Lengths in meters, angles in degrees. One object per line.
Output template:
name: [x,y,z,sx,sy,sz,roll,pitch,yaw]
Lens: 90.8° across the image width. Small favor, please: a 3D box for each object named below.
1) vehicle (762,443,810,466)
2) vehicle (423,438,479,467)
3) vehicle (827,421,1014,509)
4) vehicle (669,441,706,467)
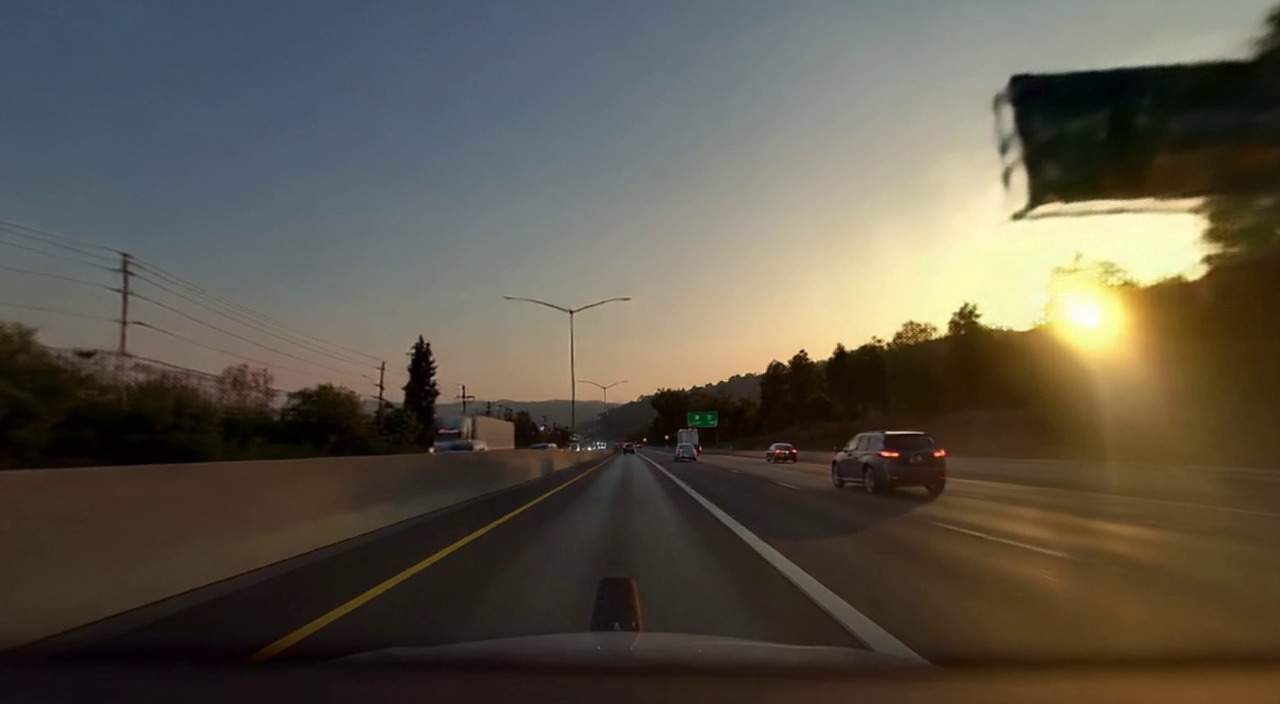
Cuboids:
vehicle: [10.264,7.257,44.906,1.987,1.502,5.130,0,-8,-2]
vehicle: [-11.649,6.250,39.322,2.029,1.681,4.607,0,-8,0]
vehicle: [6.785,2.807,16.230,2.244,1.858,5.414,0,-8,-1]
vehicle: [3.075,6.755,41.984,2.018,1.600,4.121,0,-8,-2]
